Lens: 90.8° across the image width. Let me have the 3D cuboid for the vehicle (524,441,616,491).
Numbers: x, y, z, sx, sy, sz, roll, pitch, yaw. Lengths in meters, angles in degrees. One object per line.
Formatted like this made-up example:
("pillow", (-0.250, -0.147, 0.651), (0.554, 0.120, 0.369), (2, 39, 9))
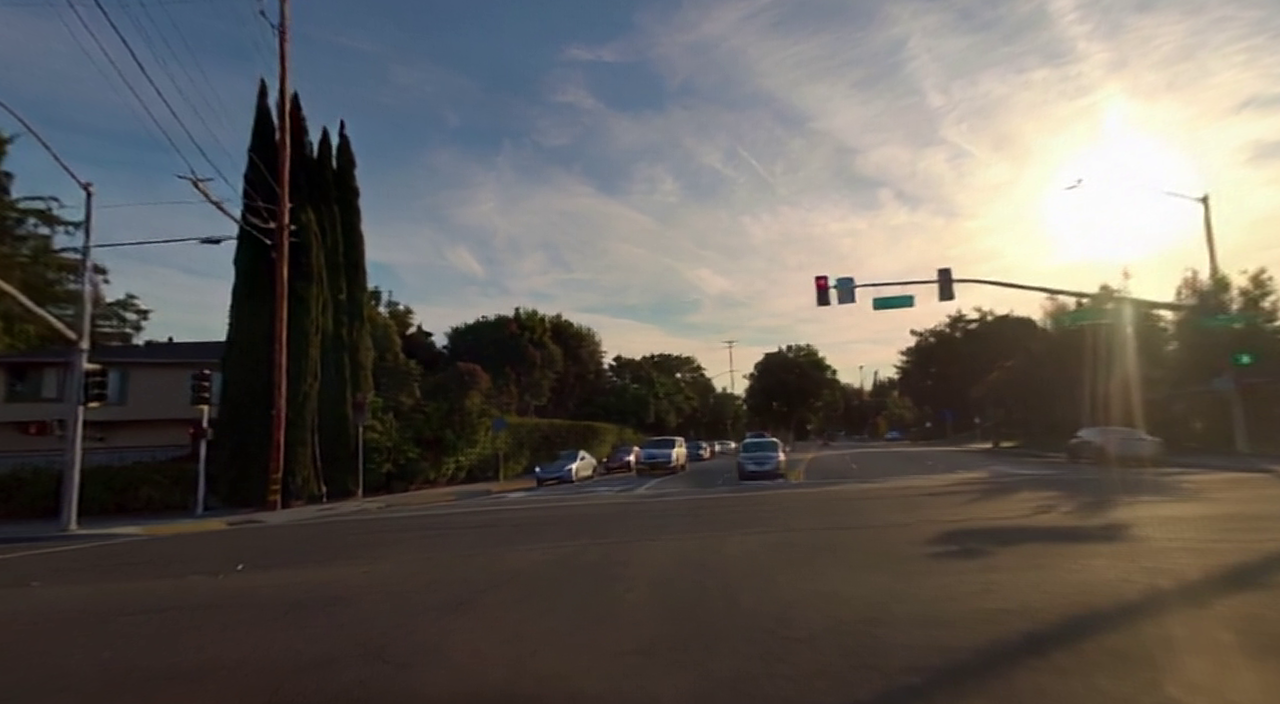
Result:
("vehicle", (-2.695, 4.573, 25.740), (2.241, 1.819, 4.690), (-2, -9, 13))

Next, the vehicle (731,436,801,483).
("vehicle", (4.609, 3.838, 22.876), (2.174, 1.477, 4.805), (-2, -9, 12))

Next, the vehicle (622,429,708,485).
("vehicle", (1.147, 4.202, 25.604), (2.479, 1.977, 5.254), (-2, -9, 13))
